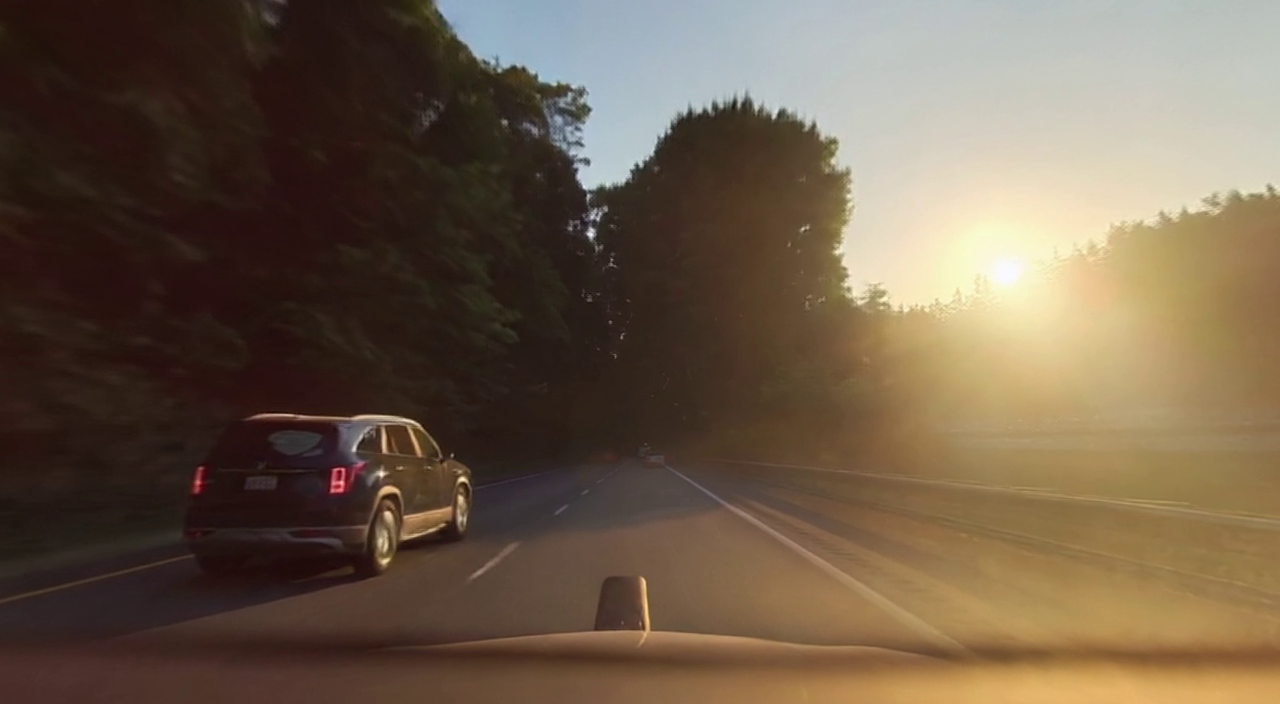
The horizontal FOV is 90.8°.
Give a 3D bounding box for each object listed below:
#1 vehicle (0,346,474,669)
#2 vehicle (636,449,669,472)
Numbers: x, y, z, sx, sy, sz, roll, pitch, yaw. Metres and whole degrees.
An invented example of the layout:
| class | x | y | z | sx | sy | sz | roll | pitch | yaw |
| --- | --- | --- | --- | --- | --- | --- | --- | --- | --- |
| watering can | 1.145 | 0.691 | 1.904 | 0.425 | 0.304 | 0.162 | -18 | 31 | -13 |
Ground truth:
| class | x | y | z | sx | sy | sz | roll | pitch | yaw |
| --- | --- | --- | --- | --- | --- | --- | --- | --- | --- |
| vehicle | -3.621 | 1.339 | 6.545 | 2.418 | 2.049 | 4.930 | 0 | -9 | 0 |
| vehicle | 0.824 | 7.375 | 43.159 | 2.046 | 1.452 | 4.407 | 0 | -9 | -2 |
